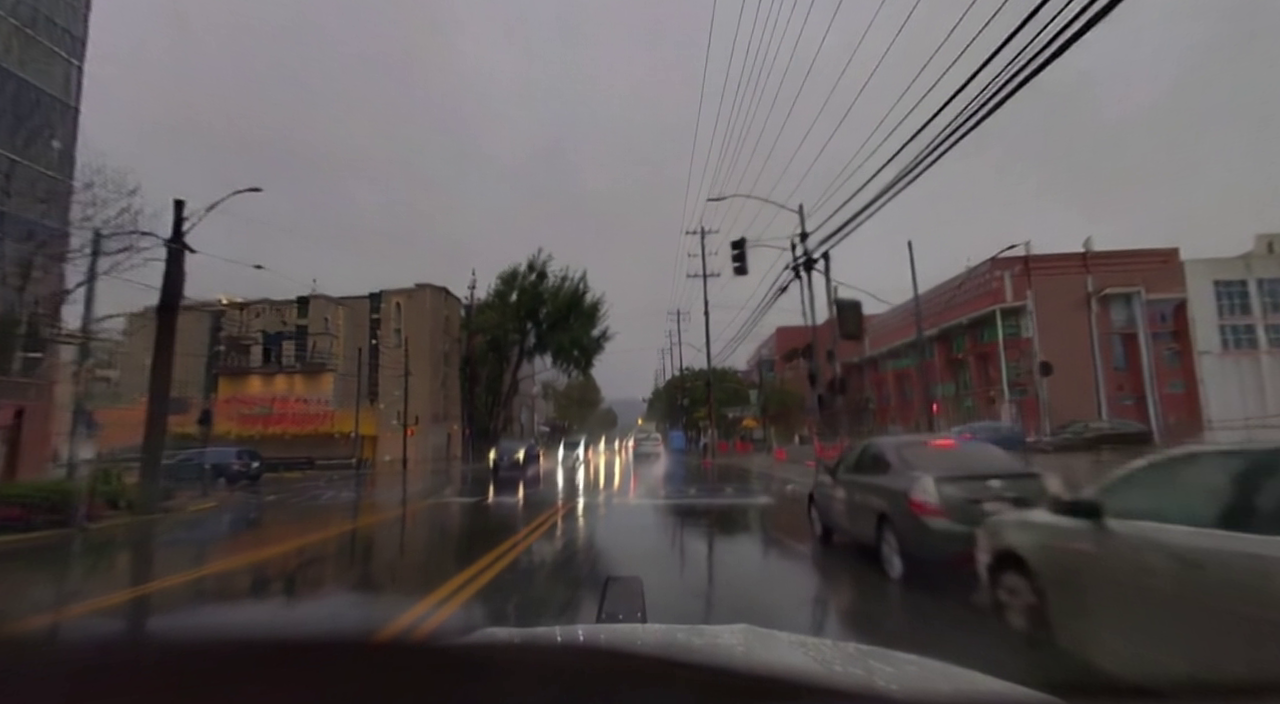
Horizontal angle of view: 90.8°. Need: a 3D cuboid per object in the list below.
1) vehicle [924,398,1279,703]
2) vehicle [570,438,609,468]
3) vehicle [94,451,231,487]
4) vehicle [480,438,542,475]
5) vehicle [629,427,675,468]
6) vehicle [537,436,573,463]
[{"bbox_3d":[3.357,0.996,2.783,1.897,1.522,5.028,0,-8,0],"label":"vehicle"},{"bbox_3d":[-2.905,5.822,36.886,2.026,1.616,4.109,1,-8,-1],"label":"vehicle"},{"bbox_3d":[-20.967,5.130,27.882,4.477,1.439,1.966,0,-8,1],"label":"vehicle"},{"bbox_3d":[-6.014,4.895,30.016,2.089,1.578,4.571,0,-8,-1],"label":"vehicle"},{"bbox_3d":[0.601,4.821,32.027,2.127,1.893,4.194,0,-8,1],"label":"vehicle"},{"bbox_3d":[-6.546,7.562,49.035,2.090,1.975,4.657,0,-8,1],"label":"vehicle"}]
